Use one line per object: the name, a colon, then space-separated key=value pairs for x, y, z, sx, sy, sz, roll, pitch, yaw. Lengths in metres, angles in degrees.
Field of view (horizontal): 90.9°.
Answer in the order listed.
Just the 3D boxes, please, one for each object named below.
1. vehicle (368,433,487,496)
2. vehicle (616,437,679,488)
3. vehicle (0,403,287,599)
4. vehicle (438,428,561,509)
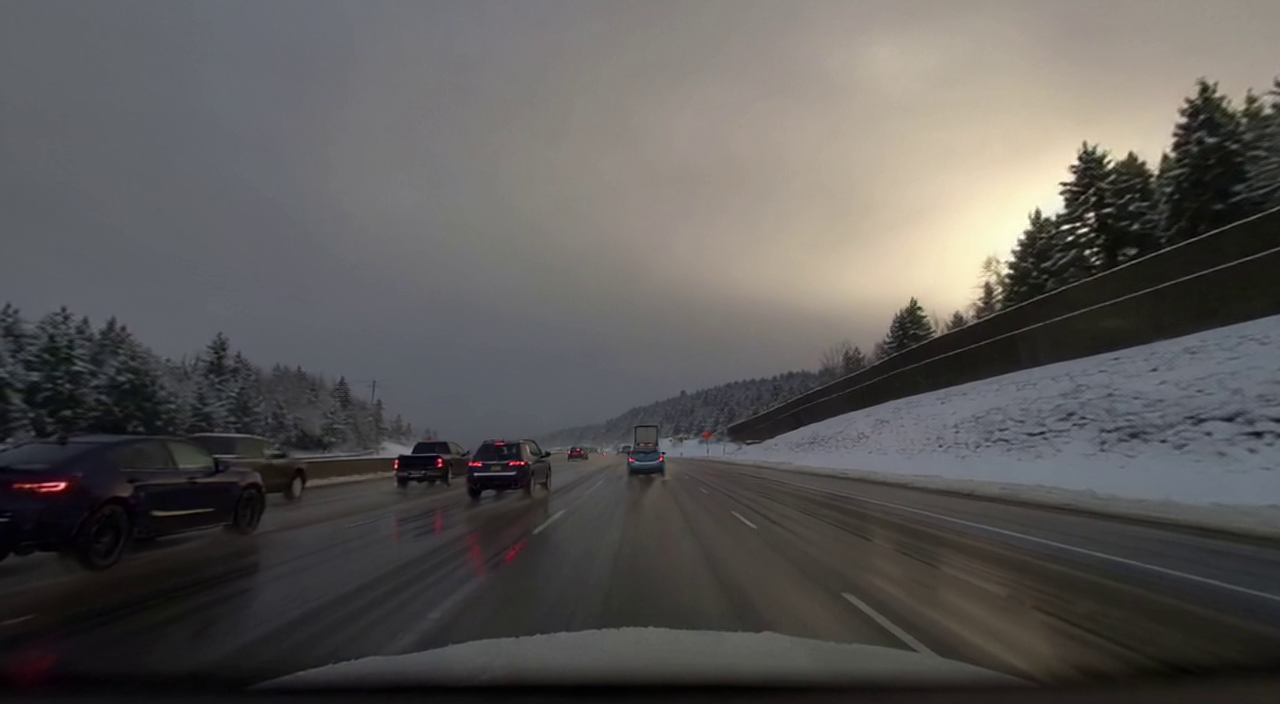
vehicle: x=-6.988 y=3.747 z=21.488 sx=2.108 sy=1.856 sz=5.214 roll=0 pitch=-9 yaw=1
vehicle: x=0.252 y=4.279 z=24.795 sx=2.233 sy=1.804 sz=4.273 roll=0 pitch=-9 yaw=0
vehicle: x=-7.017 y=1.719 z=8.064 sx=2.215 sy=1.797 sz=4.666 roll=0 pitch=-9 yaw=1
vehicle: x=-3.448 y=2.966 z=16.513 sx=2.093 sy=1.820 sz=4.506 roll=0 pitch=-9 yaw=1
